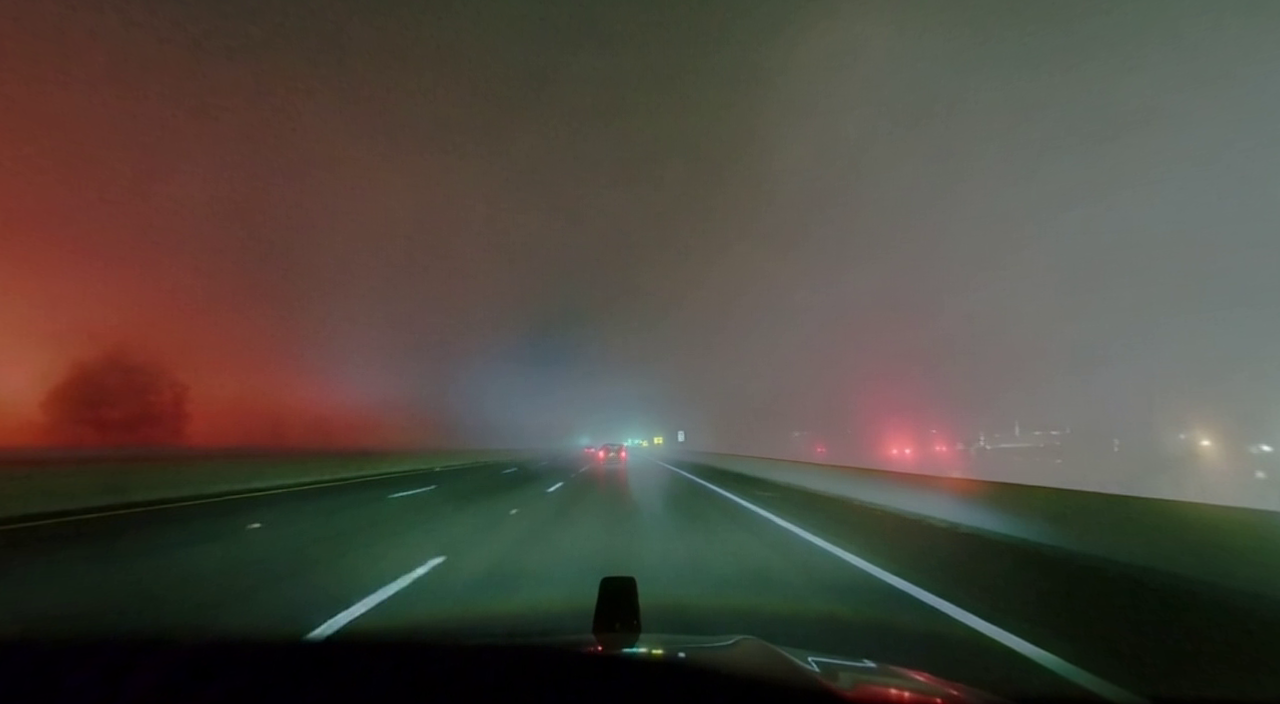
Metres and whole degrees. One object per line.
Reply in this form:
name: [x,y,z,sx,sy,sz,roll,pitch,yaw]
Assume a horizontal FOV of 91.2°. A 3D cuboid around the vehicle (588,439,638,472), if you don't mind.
vehicle: [-1.273,5.108,31.080,2.055,1.509,4.255,-1,-9,3]
